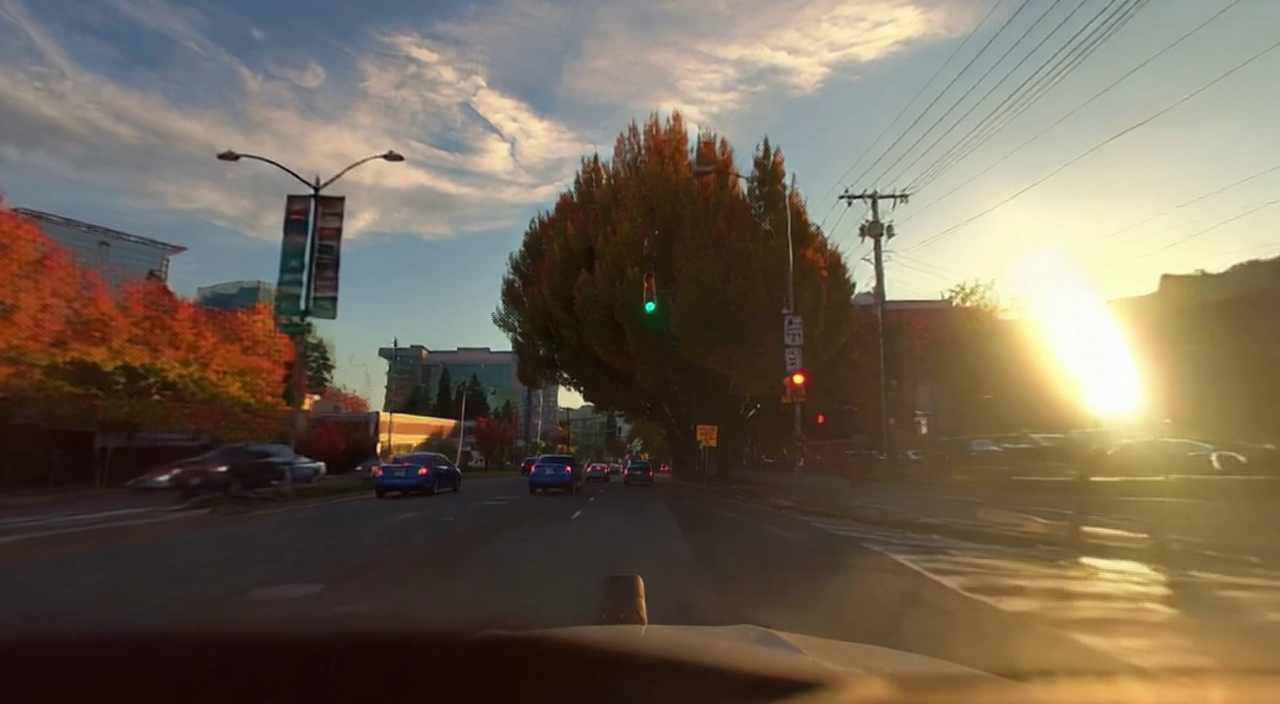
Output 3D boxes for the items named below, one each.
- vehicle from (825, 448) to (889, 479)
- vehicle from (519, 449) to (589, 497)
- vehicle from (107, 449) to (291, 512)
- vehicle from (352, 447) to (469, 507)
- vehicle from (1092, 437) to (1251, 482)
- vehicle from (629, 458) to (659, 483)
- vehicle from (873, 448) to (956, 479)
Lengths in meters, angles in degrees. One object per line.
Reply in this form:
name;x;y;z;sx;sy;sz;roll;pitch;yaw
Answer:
vehicle;13.294;6.820;38.824;1.862;1.559;3.959;-3;-6;-11
vehicle;-3.283;4.733;25.054;2.085;1.663;4.513;1;-9;1
vehicle;-11.741;3.409;17.213;1.872;1.475;4.325;1;-9;0
vehicle;-6.861;3.739;19.359;1.932;1.596;4.247;1;-9;0
vehicle;19.978;4.029;23.855;1.835;1.501;4.158;6;-10;-33
vehicle;0.236;8.834;47.232;2.144;1.704;4.028;1;-9;-1
vehicle;14.675;5.961;33.927;1.826;1.474;4.254;3;-9;-14
